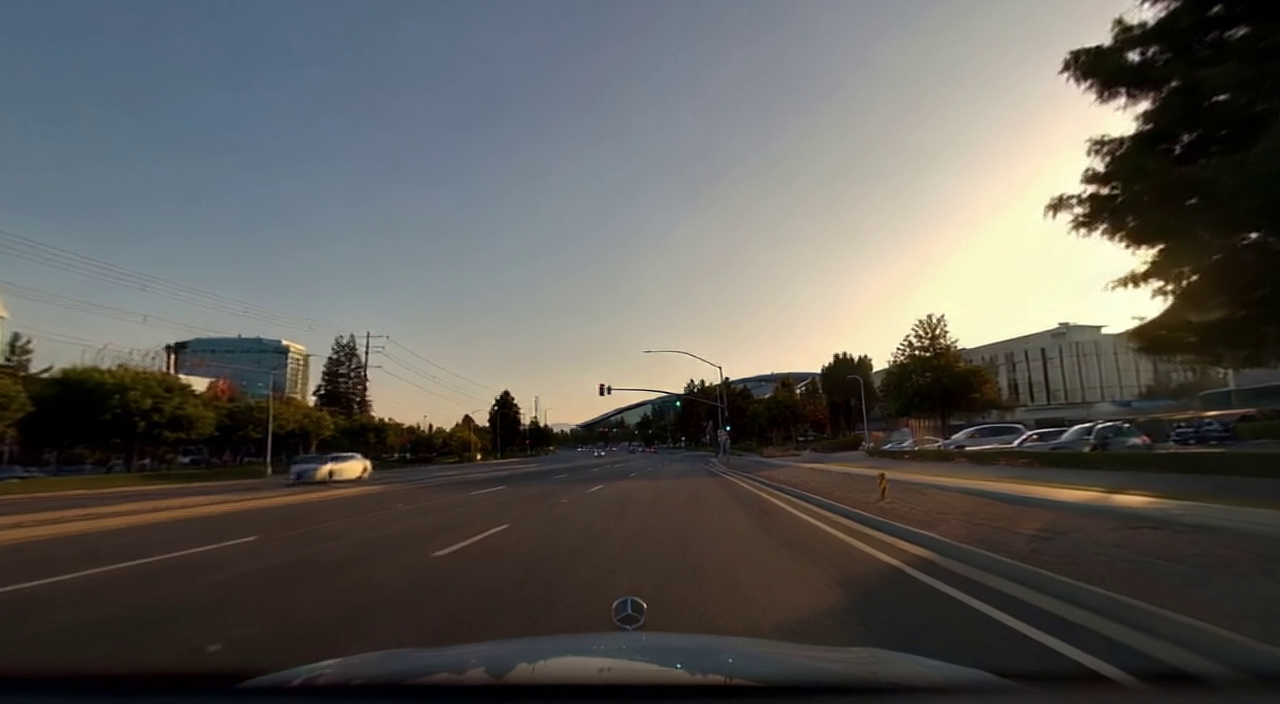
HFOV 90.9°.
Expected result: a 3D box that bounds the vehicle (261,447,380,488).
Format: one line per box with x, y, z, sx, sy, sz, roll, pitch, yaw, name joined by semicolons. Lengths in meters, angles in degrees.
-12.719;4.608;25.513;2.240;1.452;4.518;-1;-8;4;vehicle
